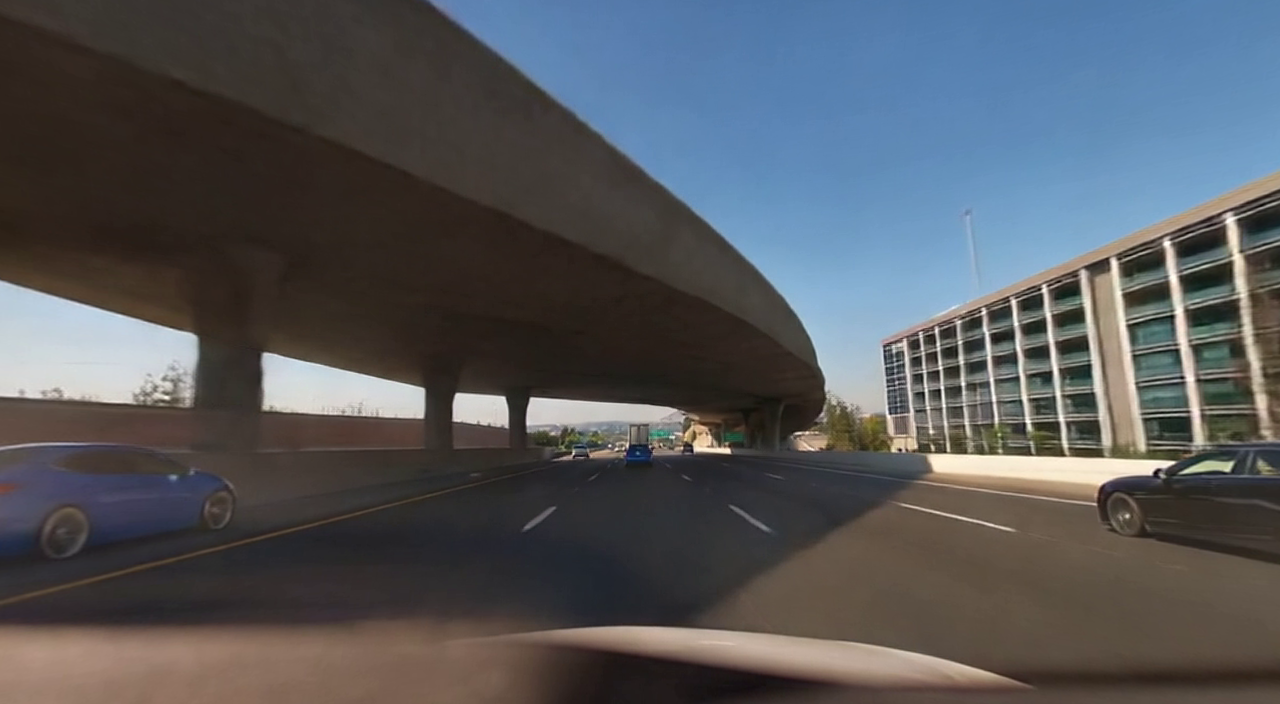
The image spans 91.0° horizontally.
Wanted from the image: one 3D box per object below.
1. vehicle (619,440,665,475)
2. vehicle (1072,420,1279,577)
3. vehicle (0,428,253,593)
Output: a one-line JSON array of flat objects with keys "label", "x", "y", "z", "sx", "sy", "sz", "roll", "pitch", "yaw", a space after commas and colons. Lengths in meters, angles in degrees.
[{"label": "vehicle", "x": 0.082, "y": 4.966, "z": 29.887, "sx": 2.036, "sy": 1.542, "sz": 3.891, "roll": 0, "pitch": -8, "yaw": 0}, {"label": "vehicle", "x": 7.114, "y": 1.471, "z": 6.470, "sx": 1.937, "sy": 1.498, "sz": 4.710, "roll": 0, "pitch": -8, "yaw": -1}, {"label": "vehicle", "x": -6.755, "y": 1.650, "z": 7.159, "sx": 1.978, "sy": 1.477, "sz": 4.239, "roll": 0, "pitch": -8, "yaw": 0}]
